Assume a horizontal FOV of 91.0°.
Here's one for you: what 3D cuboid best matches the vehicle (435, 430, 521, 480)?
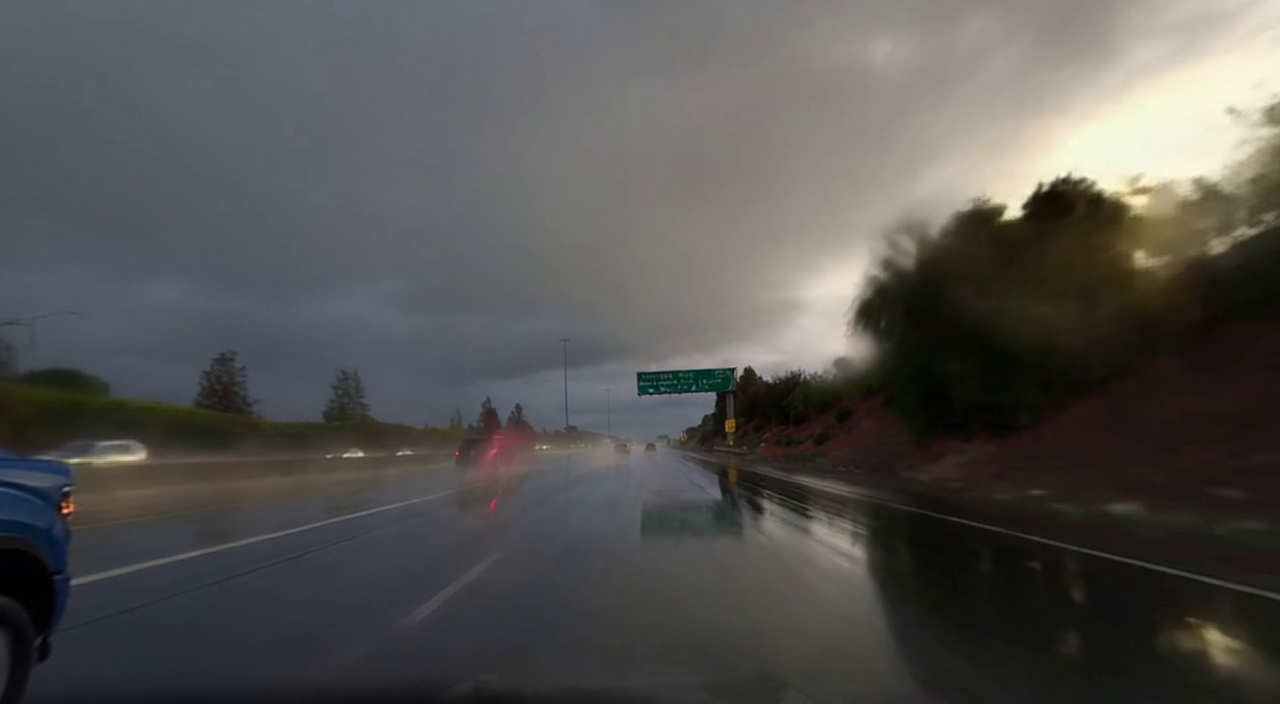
[{"bbox_3d":[-6.884,4.465,27.479,2.260,1.917,5.499,0,-9,0],"label":"vehicle"}]

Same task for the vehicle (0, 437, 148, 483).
[{"bbox_3d":[-25.102,4.697,27.761,2.163,1.815,5.677,0,-9,0],"label":"vehicle"}]
